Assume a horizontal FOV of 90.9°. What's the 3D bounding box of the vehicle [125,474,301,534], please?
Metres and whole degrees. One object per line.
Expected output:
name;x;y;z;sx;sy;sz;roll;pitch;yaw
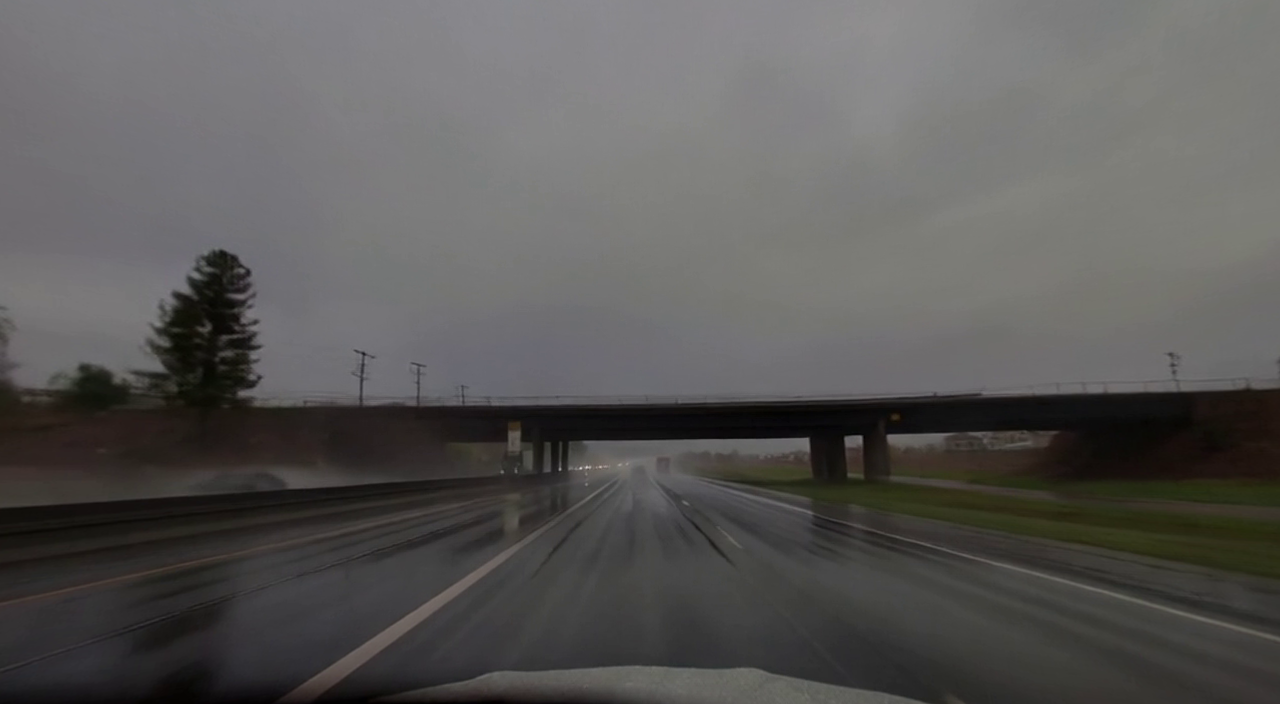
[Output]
vehicle;-12.000;4.269;18.180;1.873;1.436;4.528;1;-11;0
